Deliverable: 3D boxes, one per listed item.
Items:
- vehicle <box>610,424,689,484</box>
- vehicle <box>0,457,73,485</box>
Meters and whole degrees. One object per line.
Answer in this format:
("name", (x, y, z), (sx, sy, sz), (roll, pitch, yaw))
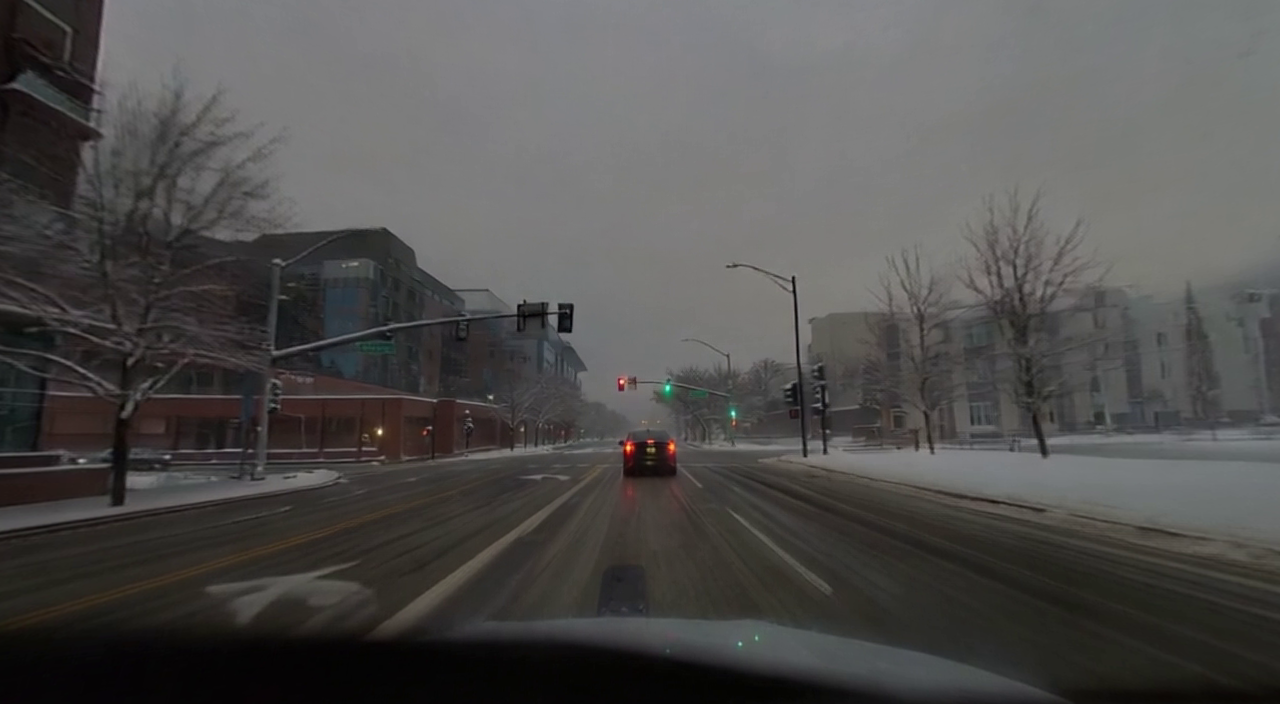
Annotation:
("vehicle", (0.251, 3.121, 19.513), (2.184, 1.640, 4.086), (0, -8, 0))
("vehicle", (-35.473, 6.733, 35.795), (4.494, 1.475, 1.893), (0, -8, -3))
